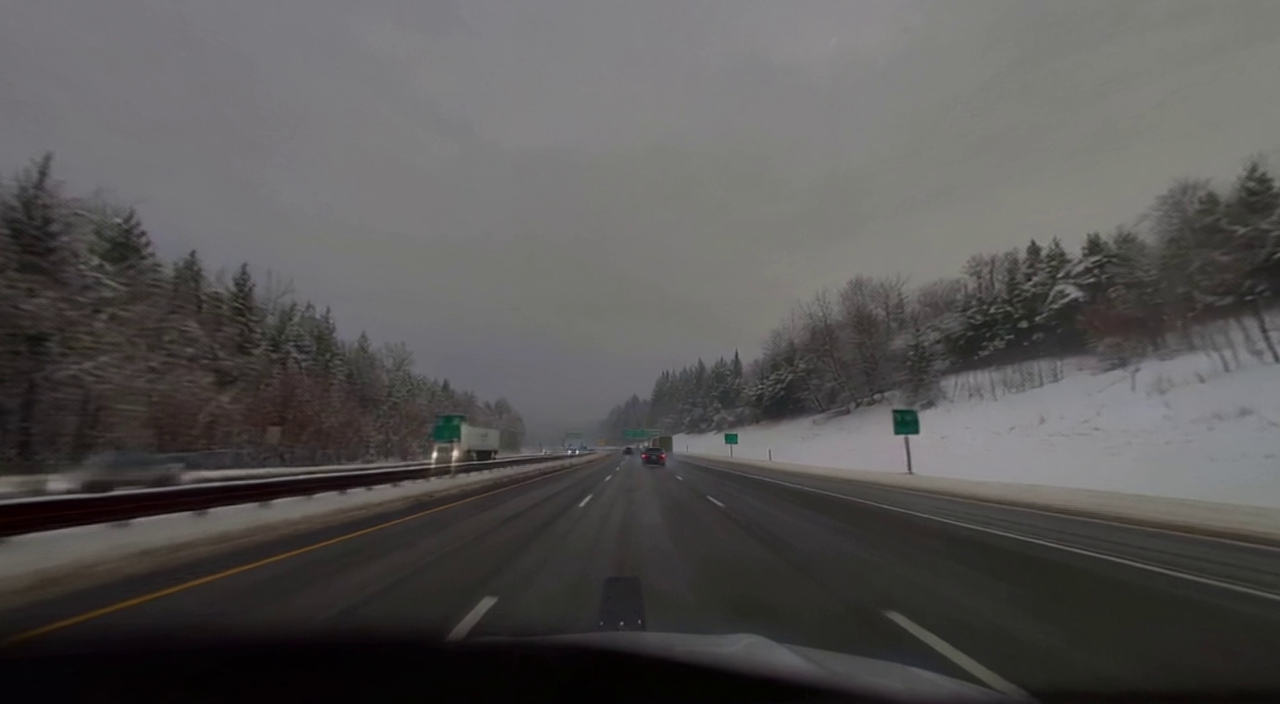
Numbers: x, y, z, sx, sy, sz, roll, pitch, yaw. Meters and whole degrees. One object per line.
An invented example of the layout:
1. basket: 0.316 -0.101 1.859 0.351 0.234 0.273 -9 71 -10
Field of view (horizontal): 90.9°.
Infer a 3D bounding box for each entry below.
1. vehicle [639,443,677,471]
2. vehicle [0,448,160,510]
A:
1. vehicle: 1.063 6.612 39.696 2.231 1.652 4.503 0 -9 -1
2. vehicle: -15.675 3.400 17.331 1.798 1.466 3.951 0 -9 0
